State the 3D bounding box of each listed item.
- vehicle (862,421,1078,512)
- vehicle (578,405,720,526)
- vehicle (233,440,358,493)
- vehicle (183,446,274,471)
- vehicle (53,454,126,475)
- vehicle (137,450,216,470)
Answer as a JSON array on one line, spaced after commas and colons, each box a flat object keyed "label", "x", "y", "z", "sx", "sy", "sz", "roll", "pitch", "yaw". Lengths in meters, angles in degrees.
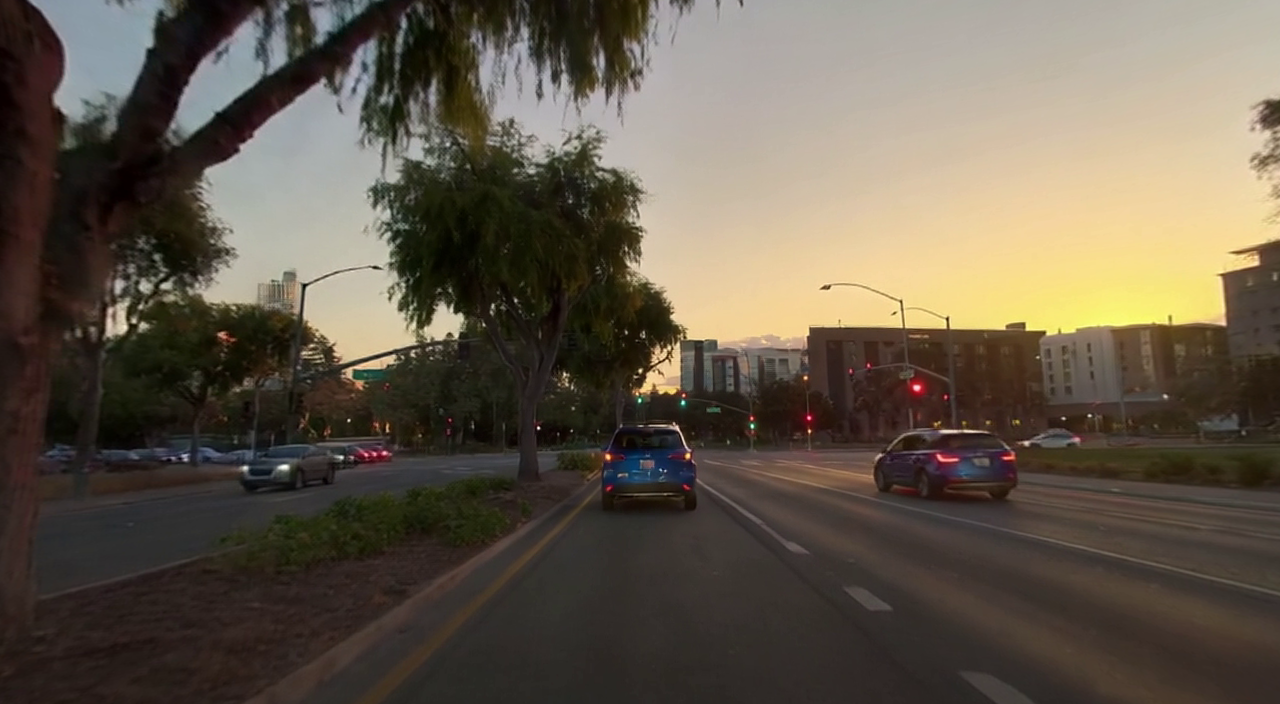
[{"label": "vehicle", "x": 7.043, "y": 2.510, "z": 14.248, "sx": 2.447, "sy": 1.707, "sz": 4.396, "roll": 0, "pitch": -9, "yaw": 0}, {"label": "vehicle", "x": 0.207, "y": 2.187, "z": 12.611, "sx": 2.267, "sy": 1.926, "sz": 4.708, "roll": 0, "pitch": -9, "yaw": 2}, {"label": "vehicle", "x": -11.738, "y": 3.912, "z": 21.974, "sx": 2.209, "sy": 1.627, "sz": 4.582, "roll": 1, "pitch": -9, "yaw": -7}, {"label": "vehicle", "x": -30.081, "y": 7.778, "z": 46.319, "sx": 5.244, "sy": 1.715, "sz": 1.950, "roll": 0, "pitch": -9, "yaw": 1}, {"label": "vehicle", "x": -40.057, "y": 8.190, "z": 46.132, "sx": 3.386, "sy": 1.456, "sz": 2.024, "roll": 0, "pitch": -9, "yaw": 0}, {"label": "vehicle", "x": -36.283, "y": 8.466, "z": 49.581, "sx": 4.647, "sy": 1.484, "sz": 1.893, "roll": 0, "pitch": -9, "yaw": 1}]
